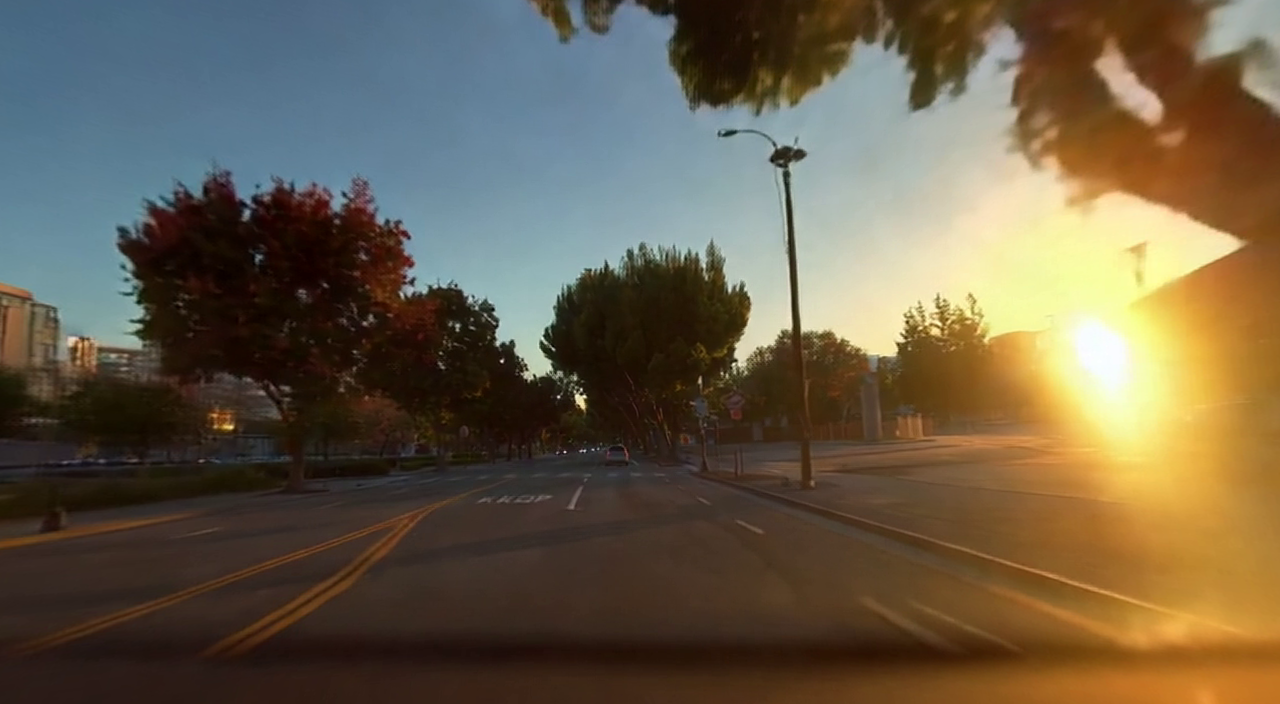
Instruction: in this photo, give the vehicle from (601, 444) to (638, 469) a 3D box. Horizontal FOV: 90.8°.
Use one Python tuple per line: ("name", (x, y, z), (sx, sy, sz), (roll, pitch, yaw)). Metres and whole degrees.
("vehicle", (-1.312, 6.375, 38.723), (2.131, 1.474, 4.146), (0, -8, -3))
